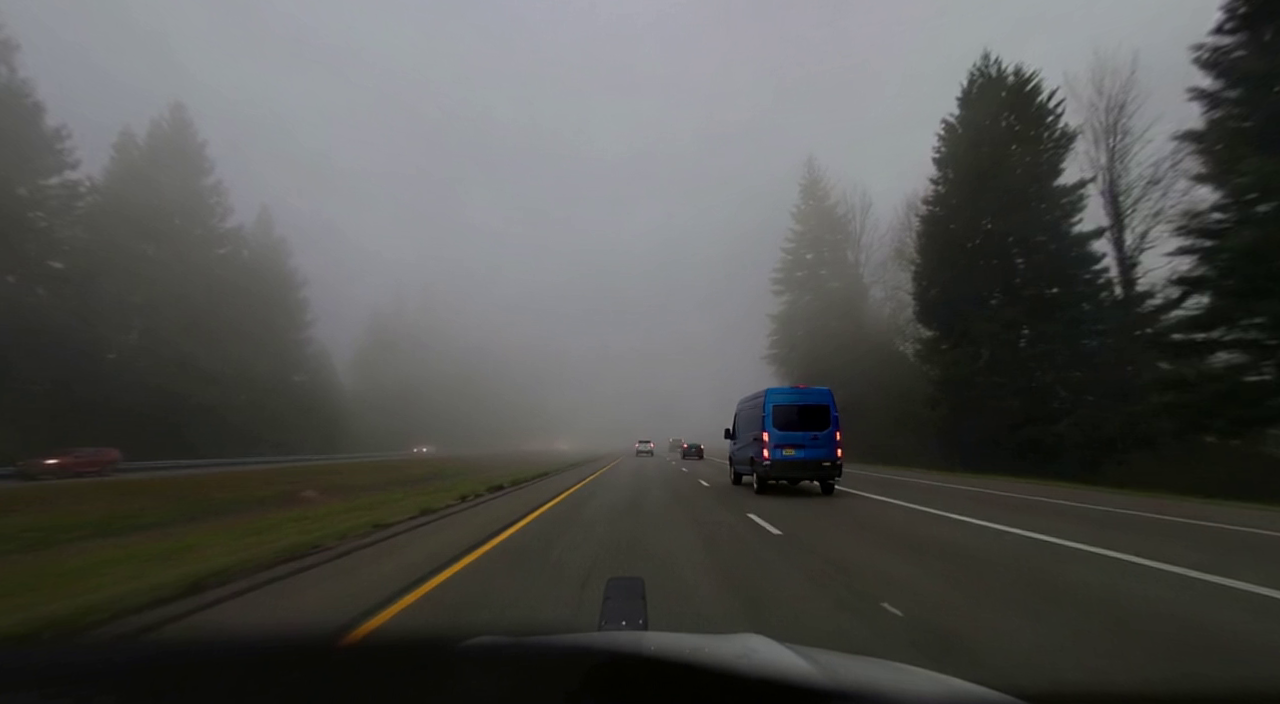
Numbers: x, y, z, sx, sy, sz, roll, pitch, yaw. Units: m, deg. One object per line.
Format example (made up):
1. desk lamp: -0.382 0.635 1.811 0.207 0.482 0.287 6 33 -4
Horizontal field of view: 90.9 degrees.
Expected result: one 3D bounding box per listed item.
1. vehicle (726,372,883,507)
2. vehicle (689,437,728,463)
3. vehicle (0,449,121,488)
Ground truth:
1. vehicle: 3.672 2.168 15.558 2.302 2.670 5.912 0 -8 1
2. vehicle: 4.467 6.467 41.709 2.034 1.651 4.342 0 -8 0
3. vehicle: -24.520 4.792 26.389 1.778 1.443 4.405 0 -8 0
